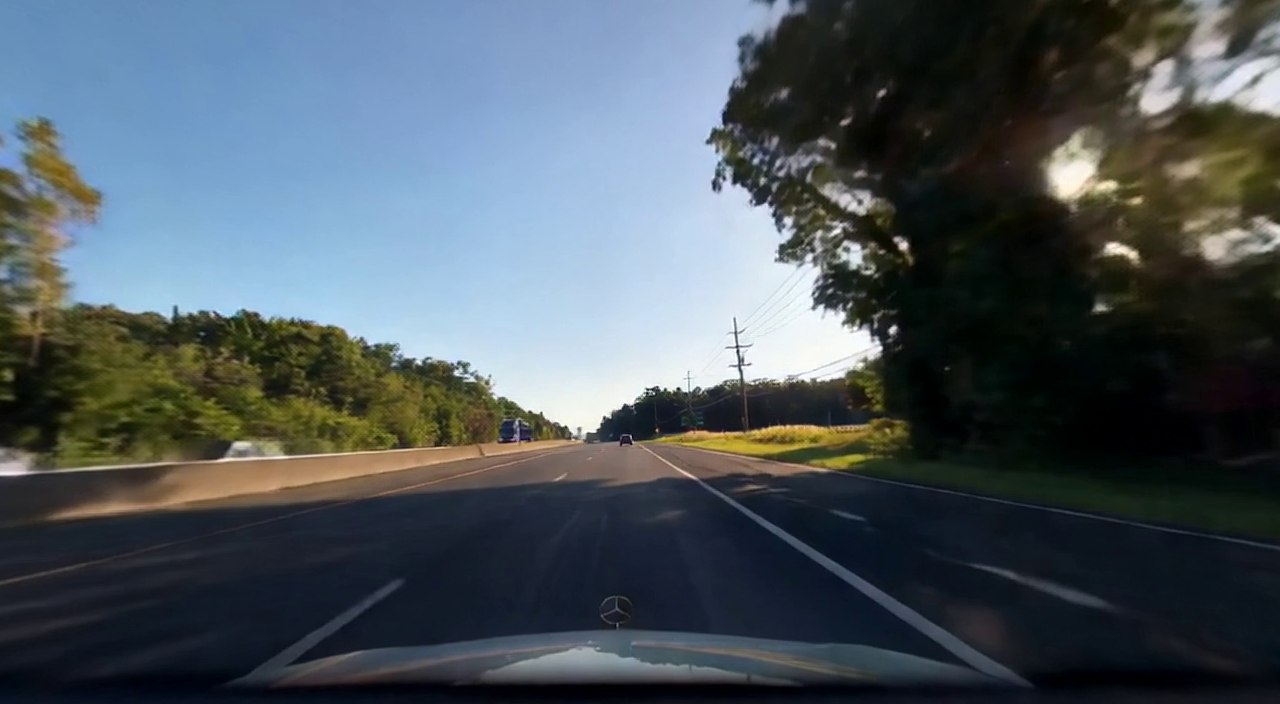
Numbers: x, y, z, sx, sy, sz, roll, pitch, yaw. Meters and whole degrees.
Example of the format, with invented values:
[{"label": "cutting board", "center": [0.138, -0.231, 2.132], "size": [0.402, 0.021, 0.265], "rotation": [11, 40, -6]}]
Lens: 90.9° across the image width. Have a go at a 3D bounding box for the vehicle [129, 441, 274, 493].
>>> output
[{"label": "vehicle", "center": [-13.695, 3.572, 20.002], "size": [1.881, 1.474, 3.819], "rotation": [0, -8, -2]}]
